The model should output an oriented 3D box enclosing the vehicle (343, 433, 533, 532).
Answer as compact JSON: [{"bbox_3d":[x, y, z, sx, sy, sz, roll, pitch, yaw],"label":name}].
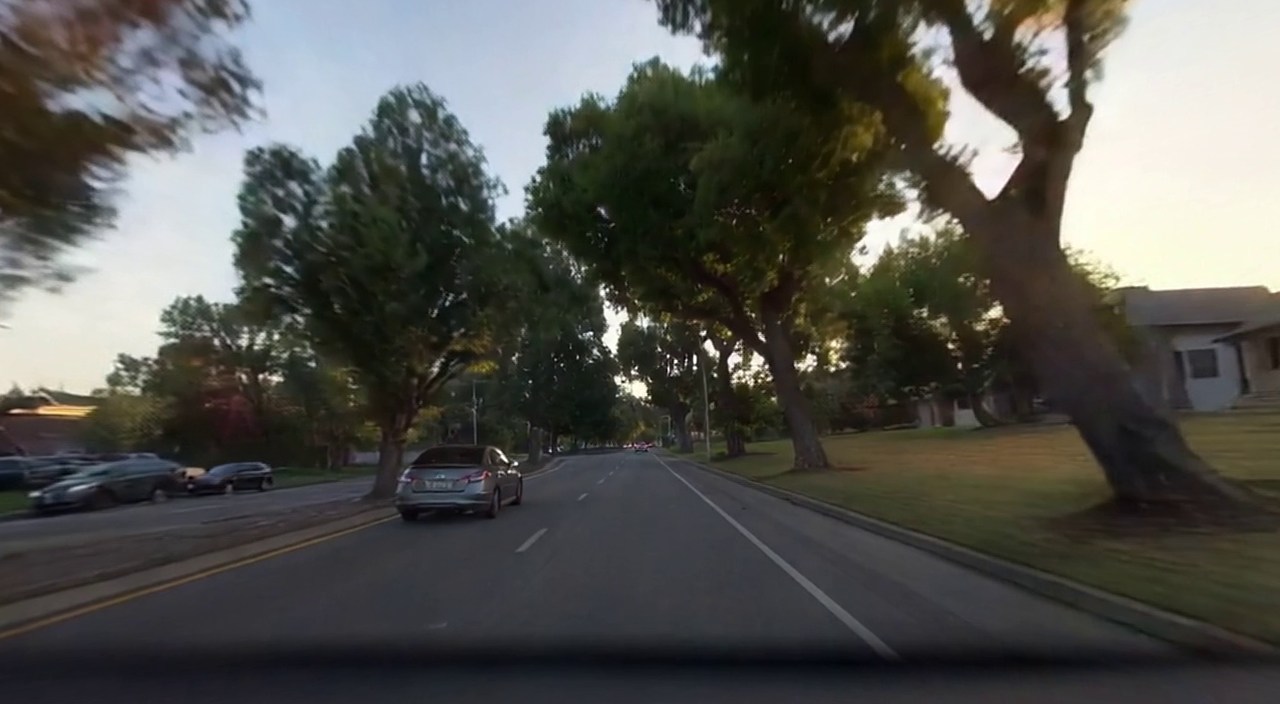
[{"bbox_3d":[-3.491,2.353,12.107,2.020,1.478,4.890,0,-8,0],"label":"vehicle"}]

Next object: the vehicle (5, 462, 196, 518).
[{"bbox_3d":[-17.499,4.462,20.924,2.101,1.503,4.778,0,-8,0],"label":"vehicle"}]

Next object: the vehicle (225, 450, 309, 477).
[{"bbox_3d":[-25.636,7.649,43.509,4.444,1.801,2.058,0,-8,-2],"label":"vehicle"}]
